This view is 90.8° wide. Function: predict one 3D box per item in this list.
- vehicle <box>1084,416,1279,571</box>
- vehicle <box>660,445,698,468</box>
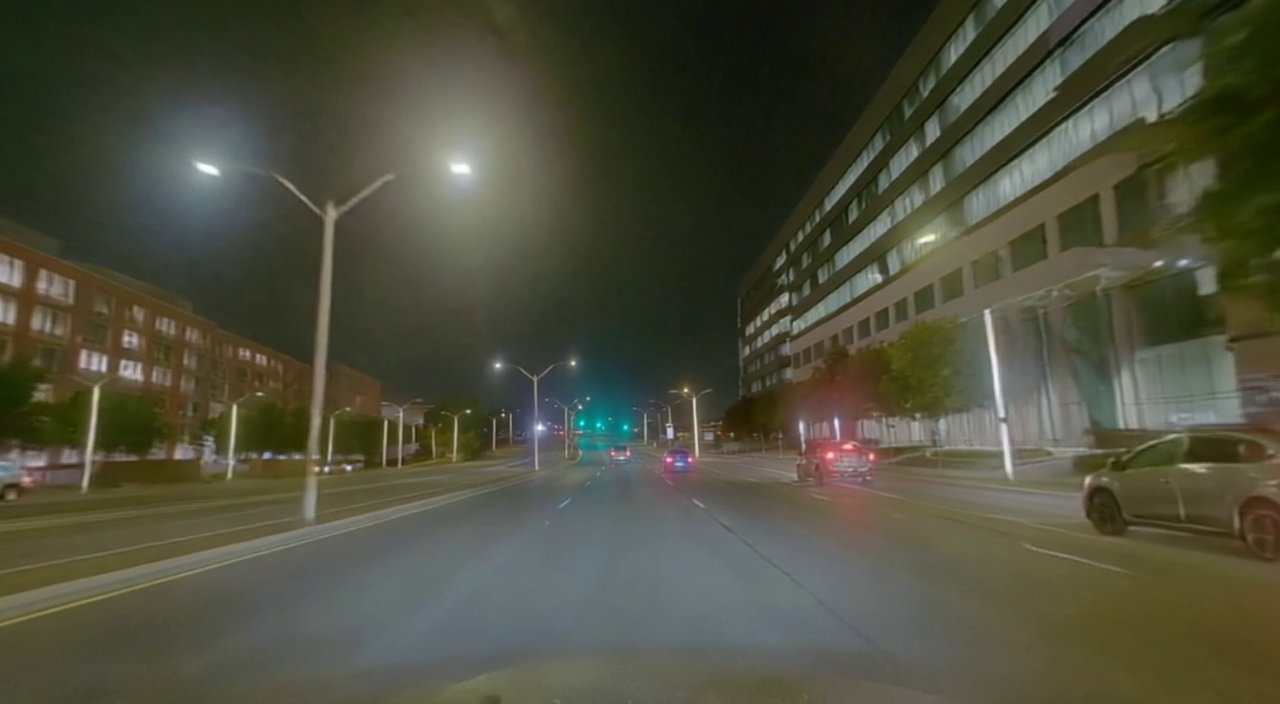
[{"bbox_3d":[8.320,1.754,8.211,2.017,1.743,4.453,-1,-8,3],"label":"vehicle"},{"bbox_3d":[2.601,7.108,43.222,2.090,1.506,4.382,0,-8,-3],"label":"vehicle"}]
